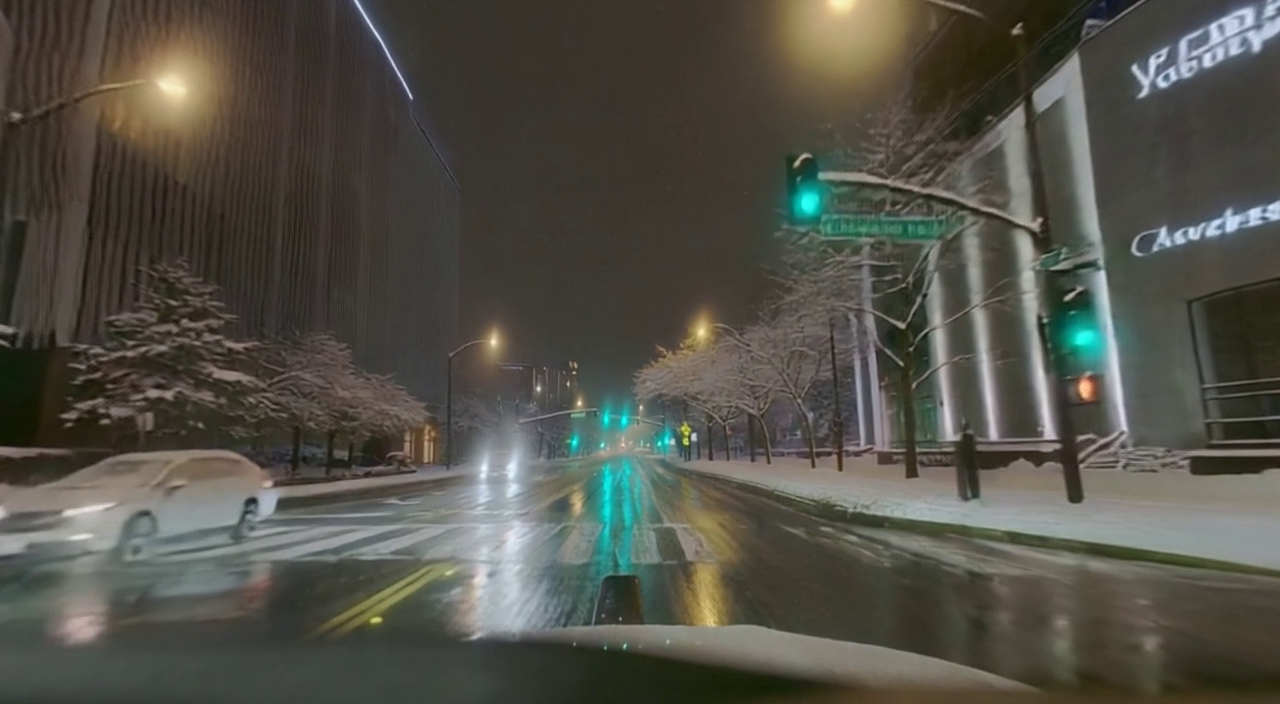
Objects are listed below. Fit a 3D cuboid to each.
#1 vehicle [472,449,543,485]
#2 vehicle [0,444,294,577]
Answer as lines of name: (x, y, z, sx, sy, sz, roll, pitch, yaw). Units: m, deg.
vehicle: (-6.261, 5.474, 30.490, 2.037, 1.563, 4.754, -1, -8, 4)
vehicle: (-7.260, 2.159, 9.425, 1.897, 1.537, 3.770, -1, -8, 3)
